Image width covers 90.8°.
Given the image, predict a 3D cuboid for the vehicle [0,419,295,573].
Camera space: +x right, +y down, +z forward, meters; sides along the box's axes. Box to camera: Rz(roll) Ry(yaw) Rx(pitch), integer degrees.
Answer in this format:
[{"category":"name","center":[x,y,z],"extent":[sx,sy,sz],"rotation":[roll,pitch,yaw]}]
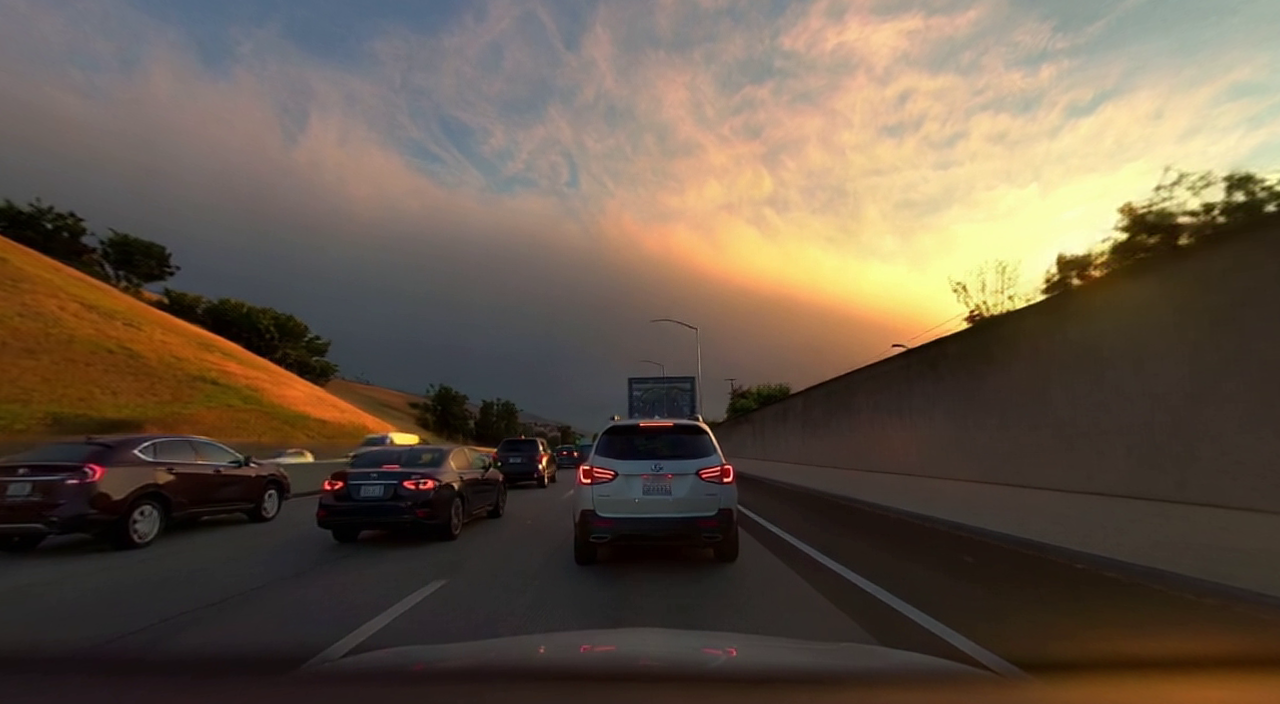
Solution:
[{"category":"vehicle","center":[-7.471,1.975,9.418],"extent":[1.986,1.700,4.558],"rotation":[0,-9,1]}]

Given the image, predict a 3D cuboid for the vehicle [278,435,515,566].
[{"category":"vehicle","center":[-3.246,2.048,9.404],"extent":[1.917,1.506,3.949],"rotation":[0,-9,1]}]

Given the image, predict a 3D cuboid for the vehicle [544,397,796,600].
[{"category":"vehicle","center":[0.221,1.699,8.275],"extent":[2.210,1.760,5.303],"rotation":[0,-9,-1]}]
